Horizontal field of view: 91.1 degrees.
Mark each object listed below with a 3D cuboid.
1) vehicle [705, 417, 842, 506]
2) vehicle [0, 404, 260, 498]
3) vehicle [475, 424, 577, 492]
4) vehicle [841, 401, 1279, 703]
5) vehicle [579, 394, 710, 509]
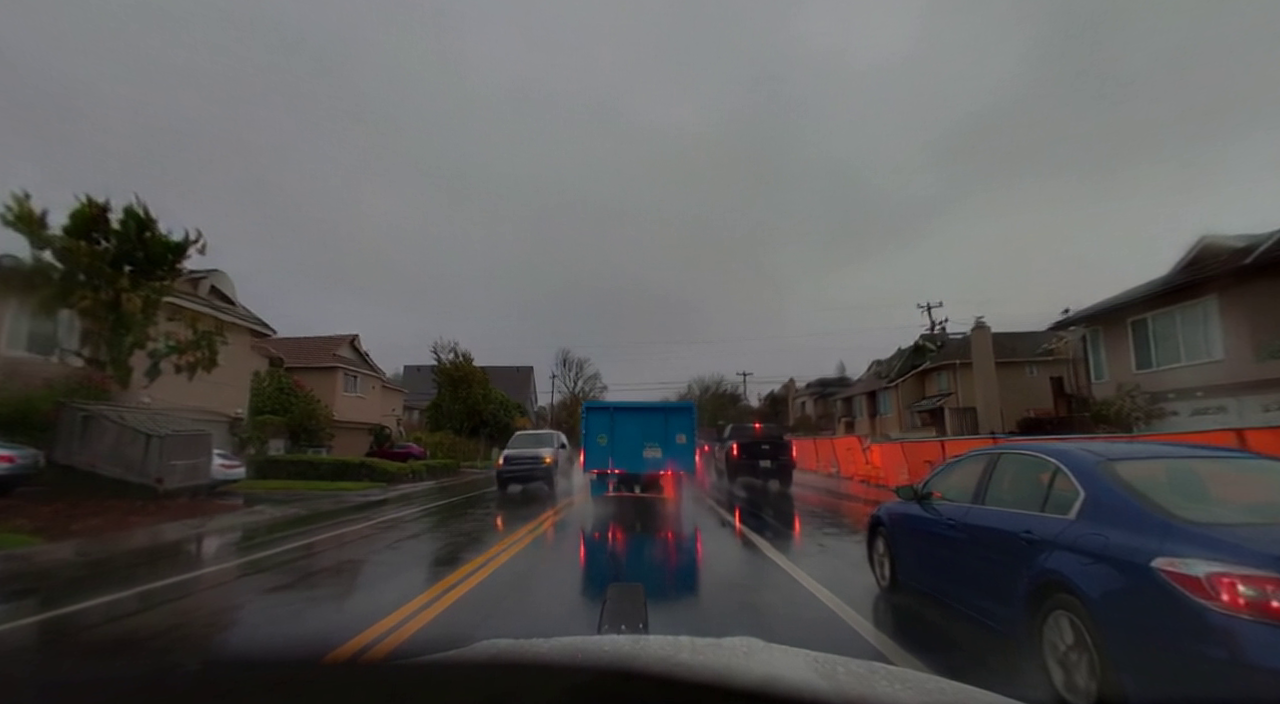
[{"bbox_3d":[3.342,2.918,17.185,2.486,1.993,5.667,0,-8,0],"label":"vehicle"},{"bbox_3d":[-13.422,2.681,17.256,2.475,2.157,5.567,0,-8,-1],"label":"vehicle"},{"bbox_3d":[-3.713,3.613,21.777,2.306,2.005,5.773,0,-8,1],"label":"vehicle"},{"bbox_3d":[3.099,1.239,4.265,2.010,1.499,4.481,0,-8,0],"label":"vehicle"},{"bbox_3d":[0.119,2.577,16.465,2.751,2.361,6.347,1,-9,0],"label":"vehicle"}]
